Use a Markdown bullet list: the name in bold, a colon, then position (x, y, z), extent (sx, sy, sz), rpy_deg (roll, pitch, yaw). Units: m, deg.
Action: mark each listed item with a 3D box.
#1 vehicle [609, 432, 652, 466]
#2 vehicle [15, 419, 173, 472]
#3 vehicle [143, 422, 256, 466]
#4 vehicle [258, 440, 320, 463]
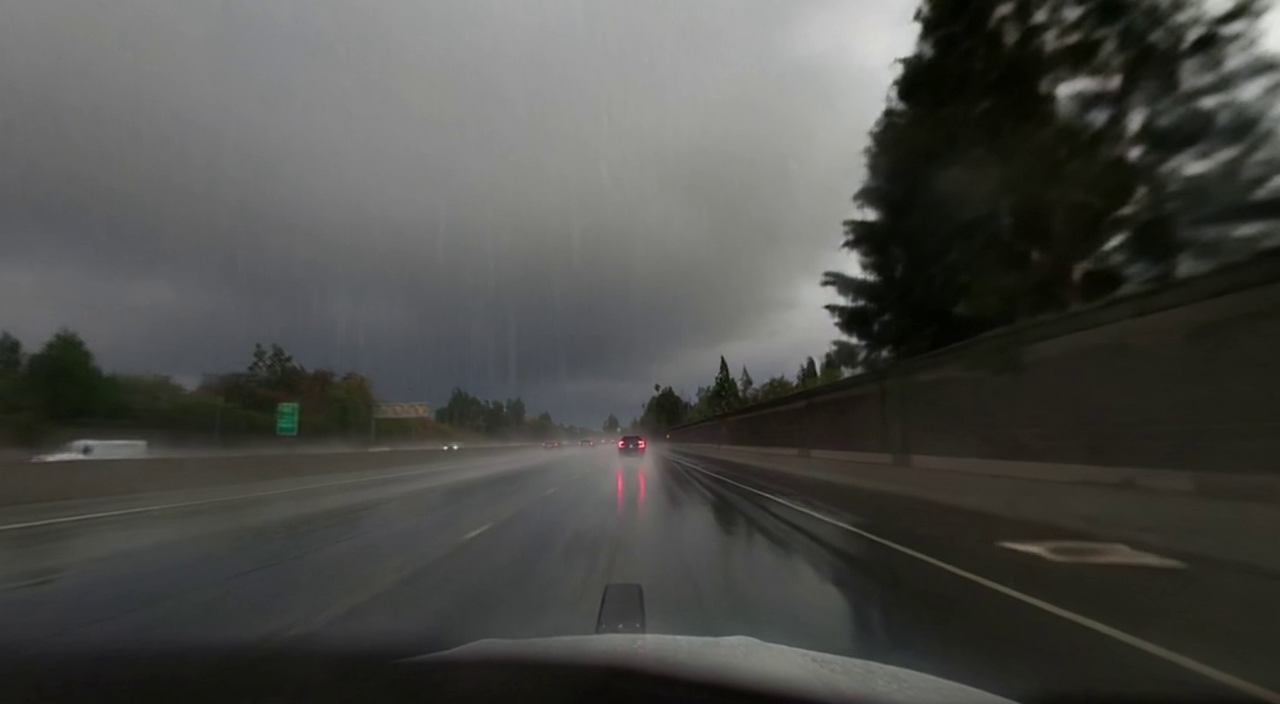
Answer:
- **vehicle**: position (-0.460, 5.134, 33.384), extent (2.141, 1.706, 4.065), rpy_deg (0, -8, 0)
- **vehicle**: position (-33.141, 5.764, 38.750), extent (2.699, 2.912, 7.678), rpy_deg (0, -8, 1)
- **vehicle**: position (-33.077, 6.971, 47.750), extent (2.783, 3.064, 7.843), rpy_deg (0, -8, 0)
- **vehicle**: position (-25.443, 7.237, 45.878), extent (1.894, 1.591, 4.497), rpy_deg (0, -8, 0)
